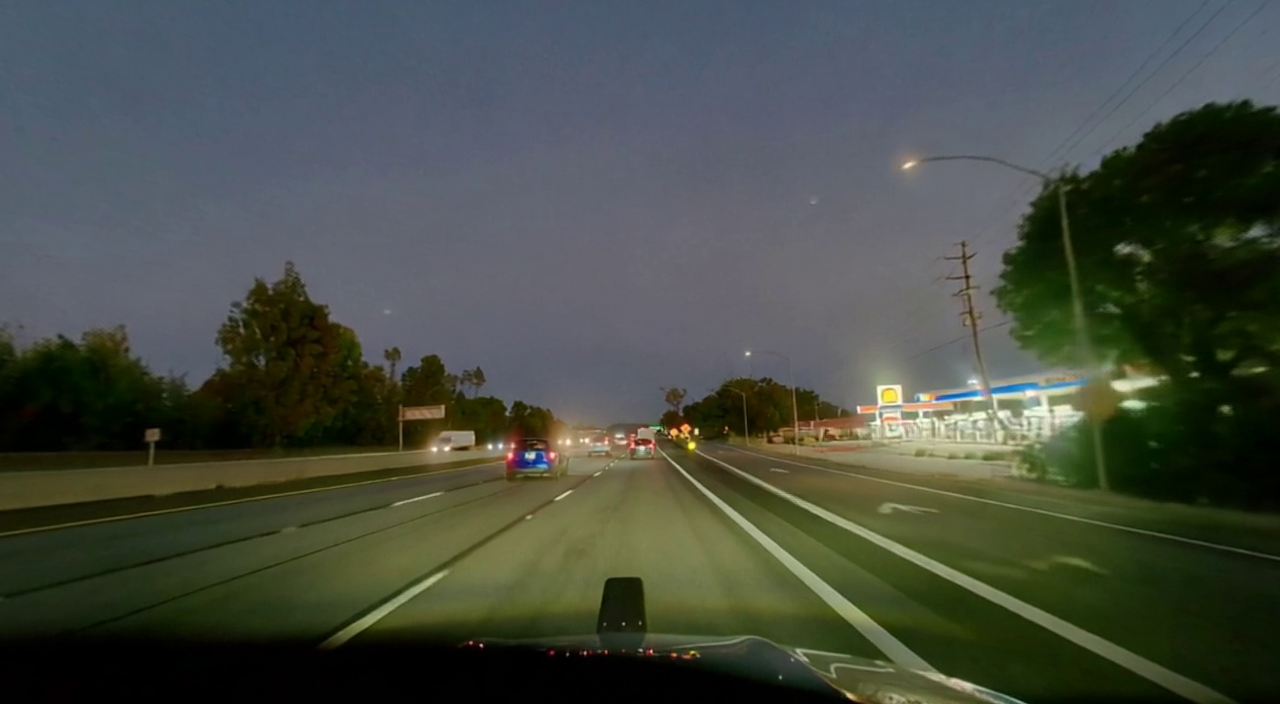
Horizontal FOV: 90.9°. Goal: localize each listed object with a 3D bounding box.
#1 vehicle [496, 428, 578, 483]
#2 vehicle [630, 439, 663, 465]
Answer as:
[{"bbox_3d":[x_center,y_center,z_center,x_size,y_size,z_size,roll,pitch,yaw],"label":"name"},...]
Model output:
[{"bbox_3d":[-3.827,3.930,24.256,2.273,1.884,4.515,0,-8,1],"label":"vehicle"},{"bbox_3d":[0.349,6.220,39.508,1.982,1.524,3.800,0,-8,-1],"label":"vehicle"}]
